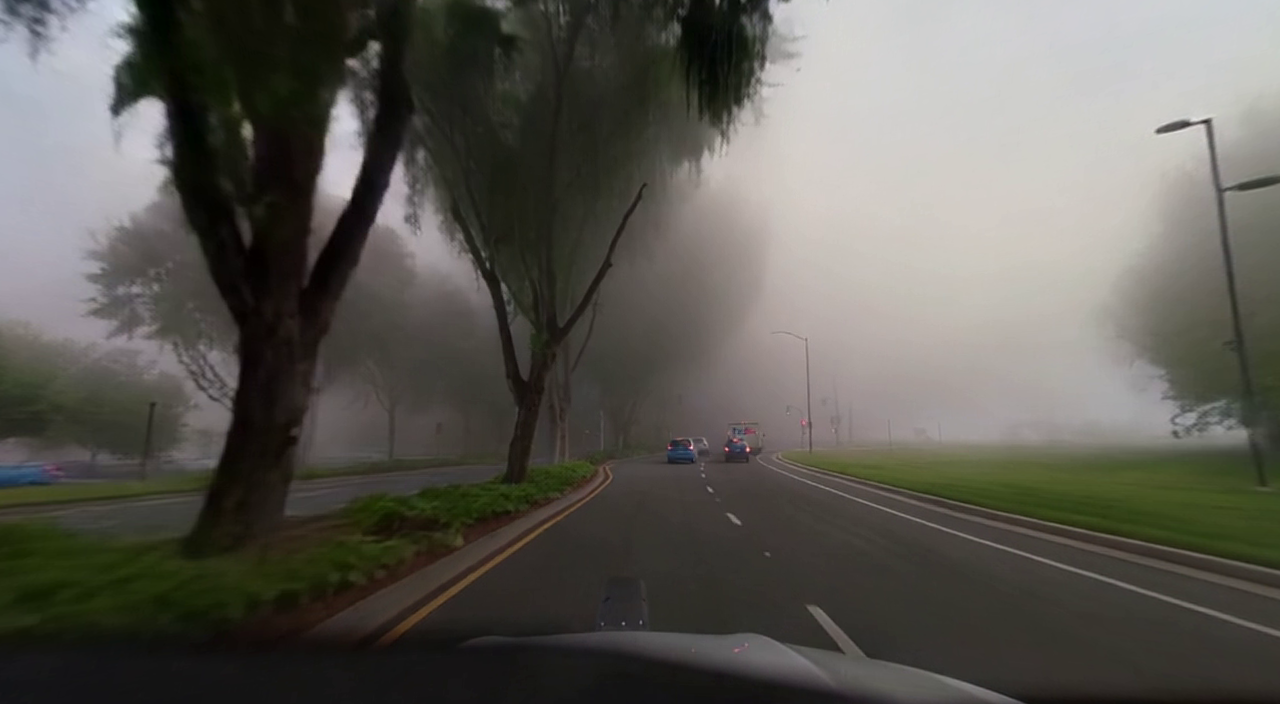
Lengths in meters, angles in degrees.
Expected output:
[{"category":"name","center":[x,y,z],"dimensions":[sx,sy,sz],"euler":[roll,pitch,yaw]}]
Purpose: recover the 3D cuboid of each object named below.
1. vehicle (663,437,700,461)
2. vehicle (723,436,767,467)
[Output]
[{"category":"vehicle","center":[2.768,6.291,40.960],"dimensions":[2.066,1.482,4.273],"euler":[-1,-9,8]},{"category":"vehicle","center":[5.539,5.274,33.618],"dimensions":[1.989,1.497,4.436],"euler":[-1,-9,6]}]
